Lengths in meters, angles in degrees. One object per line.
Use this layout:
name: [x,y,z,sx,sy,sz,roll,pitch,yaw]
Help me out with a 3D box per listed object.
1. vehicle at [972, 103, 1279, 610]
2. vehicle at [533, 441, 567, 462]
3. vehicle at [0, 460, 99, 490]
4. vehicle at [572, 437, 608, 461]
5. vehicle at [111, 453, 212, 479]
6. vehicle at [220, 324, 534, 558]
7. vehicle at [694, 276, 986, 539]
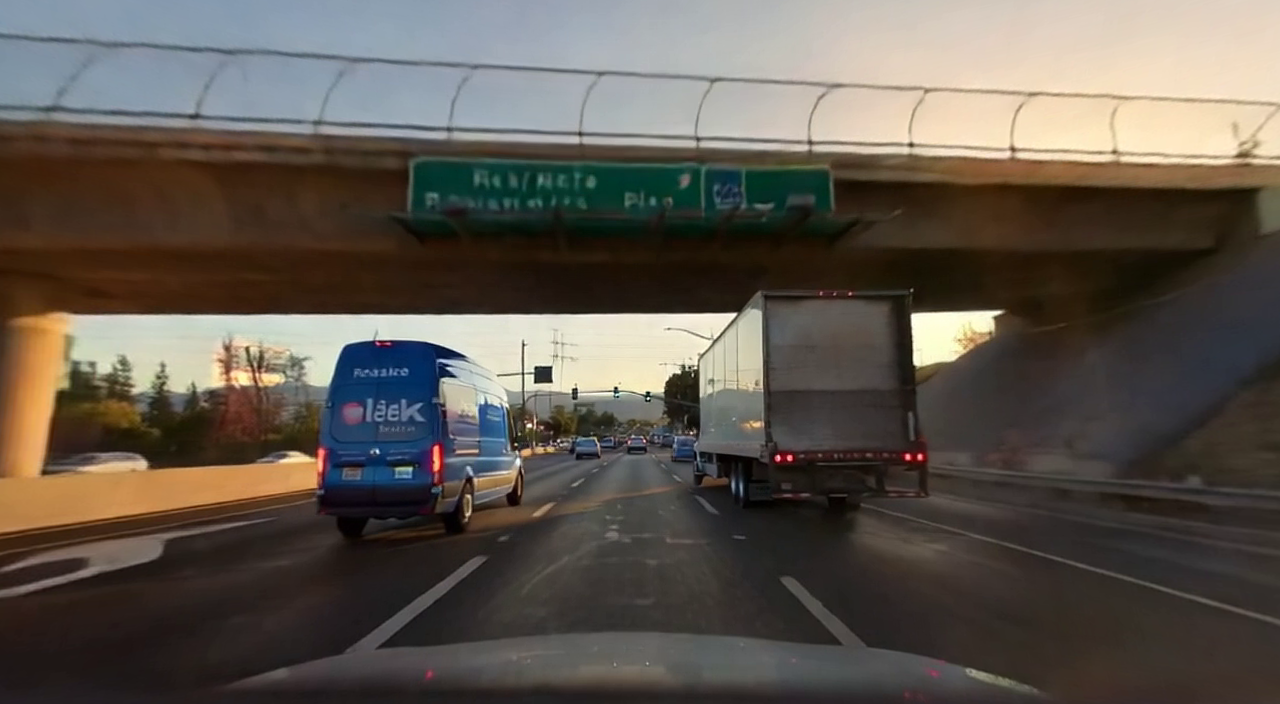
vehicle: [6.758,-0.003,4.972,2.949,4.141,9.759,0,-9,1]
vehicle: [-6.771,7.586,48.033,1.958,1.491,4.155,0,-9,0]
vehicle: [-31.405,6.334,32.746,4.630,1.412,2.019,4,-10,-26]
vehicle: [-3.780,7.523,49.070,2.356,1.766,5.674,0,-9,0]
vehicle: [-31.324,7.468,41.579,4.955,1.514,1.973,4,-9,-29]
vehicle: [-3.653,1.528,10.811,2.443,2.784,6.493,0,-9,1]
vehicle: [3.052,1.439,13.377,2.861,3.525,9.858,0,-9,0]
